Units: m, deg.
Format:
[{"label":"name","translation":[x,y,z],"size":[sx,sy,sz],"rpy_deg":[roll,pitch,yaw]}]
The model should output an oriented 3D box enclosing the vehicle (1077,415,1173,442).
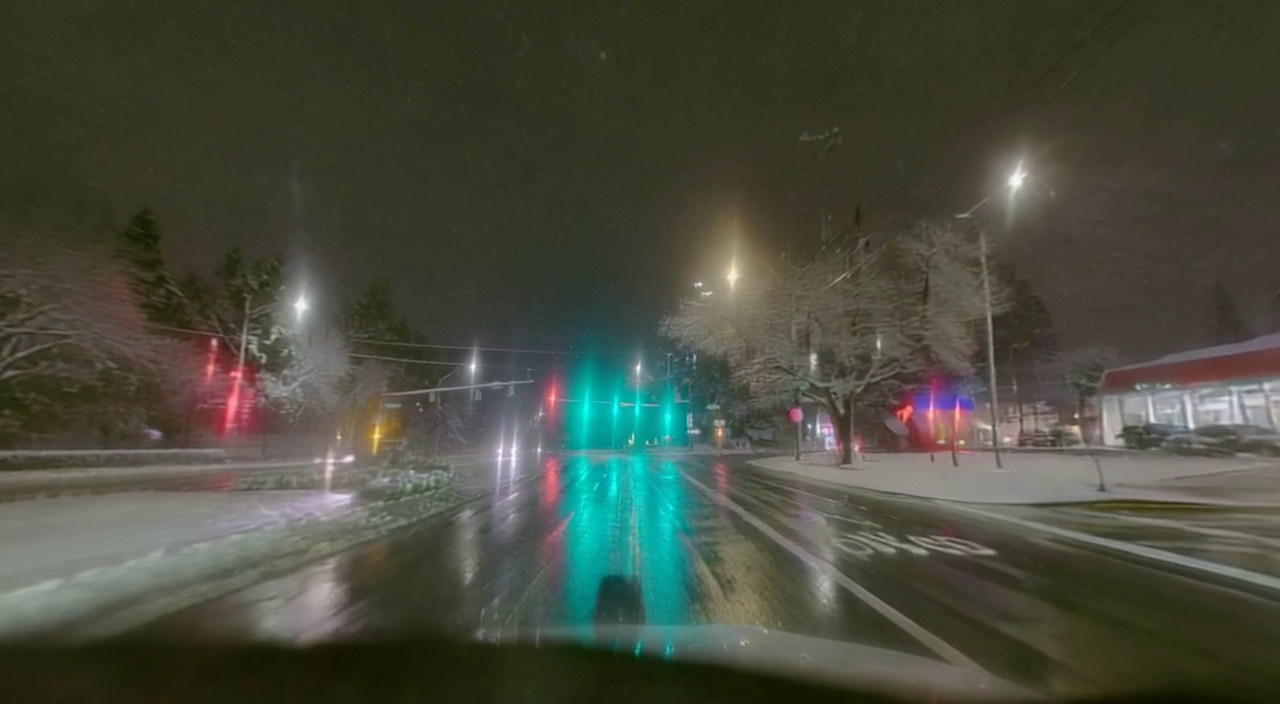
[{"label":"vehicle","translation":[32.354,5.116,42.099],"size":[4.763,1.725,2.082],"rpy_deg":[0,-9,-3]}]
